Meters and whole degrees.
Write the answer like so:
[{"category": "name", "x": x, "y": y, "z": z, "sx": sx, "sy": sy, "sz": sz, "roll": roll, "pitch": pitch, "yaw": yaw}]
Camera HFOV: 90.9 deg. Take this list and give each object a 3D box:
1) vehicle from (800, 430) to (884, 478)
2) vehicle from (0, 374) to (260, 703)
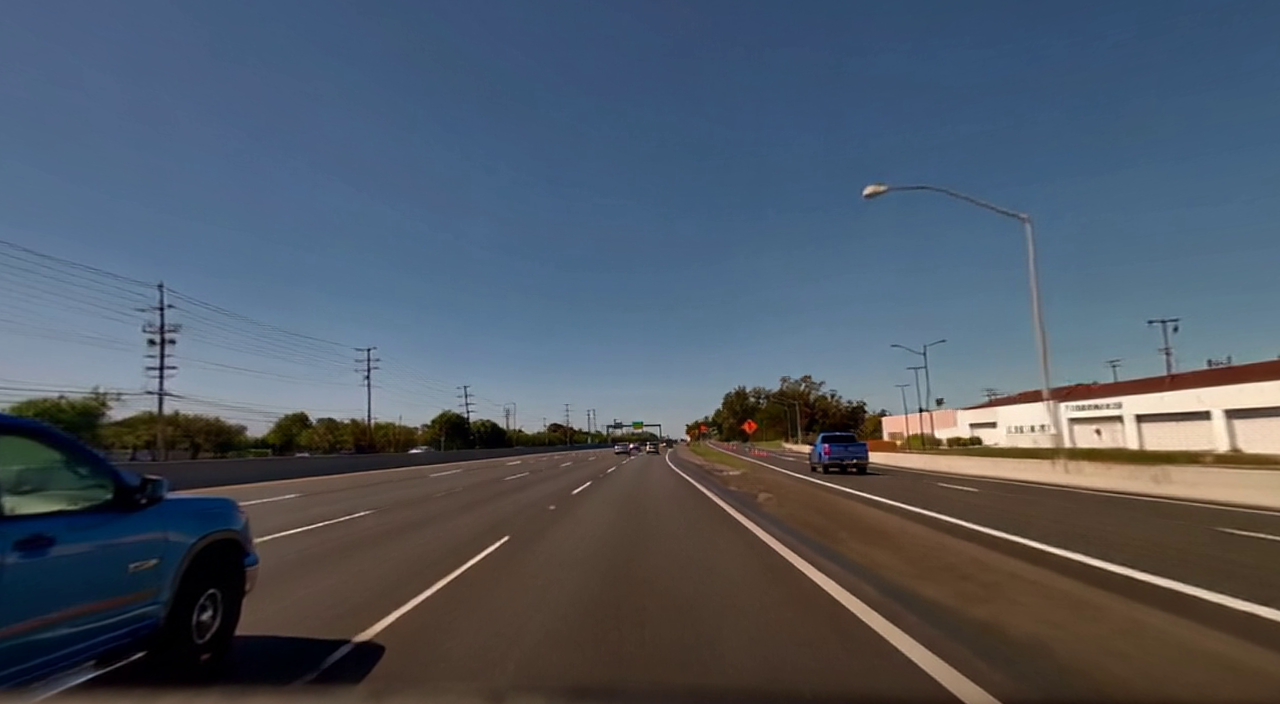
[{"category": "vehicle", "x": 8.495, "y": 4.355, "z": 27.104, "sx": 2.186, "sy": 1.840, "sz": 5.289, "roll": -1, "pitch": -8, "yaw": 4}, {"category": "vehicle", "x": -3.603, "y": 0.828, "z": 2.004, "sx": 2.001, "sy": 1.619, "sz": 4.445, "roll": 0, "pitch": -8, "yaw": 0}]
